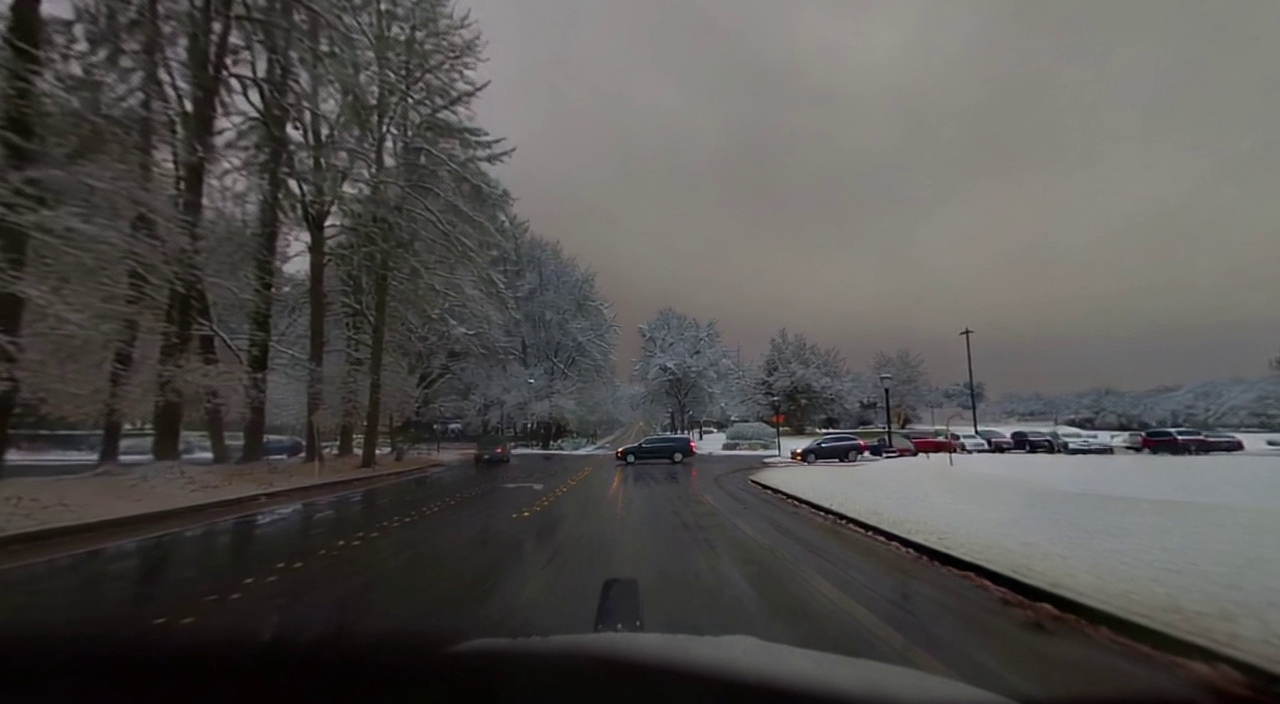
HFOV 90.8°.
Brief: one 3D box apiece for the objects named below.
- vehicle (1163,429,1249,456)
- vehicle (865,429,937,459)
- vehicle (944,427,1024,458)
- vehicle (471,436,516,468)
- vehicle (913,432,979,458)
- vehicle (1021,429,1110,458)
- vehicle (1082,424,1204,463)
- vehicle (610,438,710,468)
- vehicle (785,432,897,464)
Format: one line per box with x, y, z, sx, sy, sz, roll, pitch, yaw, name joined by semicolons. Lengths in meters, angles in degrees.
36.120;5.794;40.458;1.790;1.665;3.807;0;-8;-4;vehicle
15.482;5.528;37.761;2.073;1.642;4.468;0;-9;-6;vehicle
20.716;5.514;38.306;2.023;1.736;4.227;1;-9;-8;vehicle
-8.891;6.109;38.700;2.100;1.771;4.463;0;-8;-6;vehicle
17.985;5.481;37.290;1.673;1.436;3.700;0;-8;-8;vehicle
25.684;5.559;38.372;1.919;1.592;4.607;0;-9;-5;vehicle
21.147;3.887;26.635;3.830;1.429;1.890;4;-10;-10;vehicle
1.031;5.395;33.736;4.890;1.478;2.253;-6;-10;34;vehicle
9.968;4.807;31.630;4.870;1.507;2.073;-1;-9;0;vehicle
